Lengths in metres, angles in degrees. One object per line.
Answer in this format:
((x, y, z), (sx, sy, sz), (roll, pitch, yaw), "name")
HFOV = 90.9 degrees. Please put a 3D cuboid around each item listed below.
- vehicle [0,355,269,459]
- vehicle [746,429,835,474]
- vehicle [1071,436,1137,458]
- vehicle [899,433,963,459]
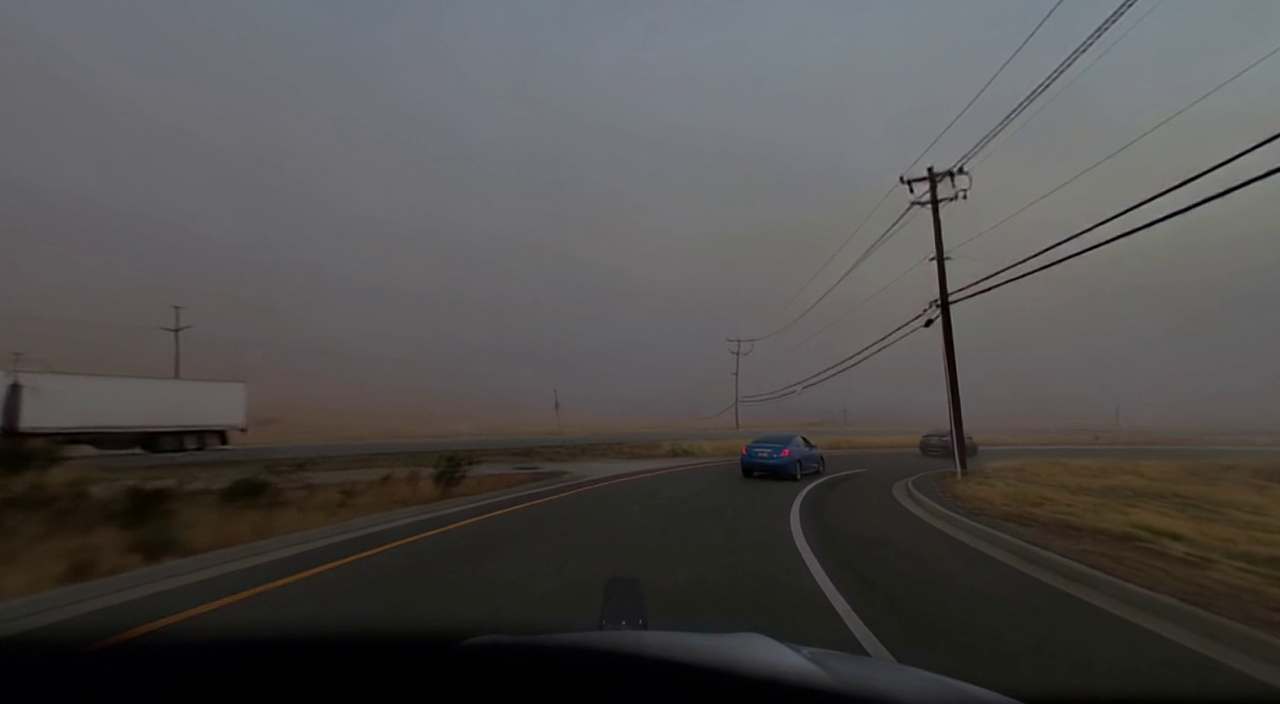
((-22.614, 2.695, 28.570), (2.808, 3.992, 9.356), (-8, -11, 44), "vehicle")
((5.427, 3.494, 22.372), (2.026, 1.407, 4.374), (-4, -9, 27), "vehicle")
((34.667, 7.095, 47.099), (4.102, 1.552, 1.931), (3, -9, -21), "vehicle")
((17.672, 5.669, 38.252), (4.307, 1.465, 1.836), (7, -11, -41), "vehicle")
